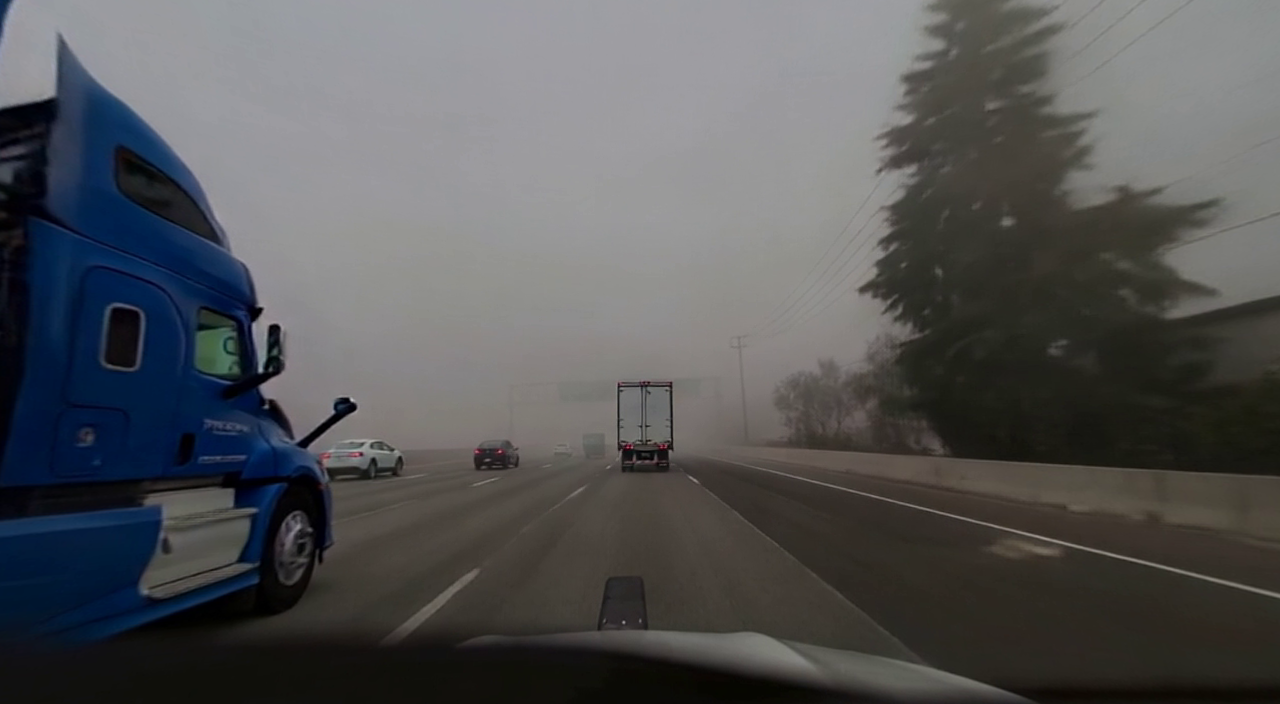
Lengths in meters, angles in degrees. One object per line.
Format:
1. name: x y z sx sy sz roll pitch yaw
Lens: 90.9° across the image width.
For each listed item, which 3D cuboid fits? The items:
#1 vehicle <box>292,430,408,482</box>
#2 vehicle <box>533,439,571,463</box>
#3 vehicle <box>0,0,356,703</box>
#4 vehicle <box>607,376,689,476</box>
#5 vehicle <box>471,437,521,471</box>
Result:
1. vehicle: -10.871 3.933 24.126 2.046 1.779 4.752 0 -9 1
2. vehicle: -5.692 6.450 41.115 1.933 1.459 4.478 0 -9 -1
3. vehicle: -4.077 -0.177 0.917 3.061 3.891 8.658 0 -9 1
4. vehicle: 0.250 3.396 27.631 2.941 3.604 9.851 0 -9 -1
5. vehicle: -6.994 4.994 30.926 1.736 1.580 2.778 0 -9 0
